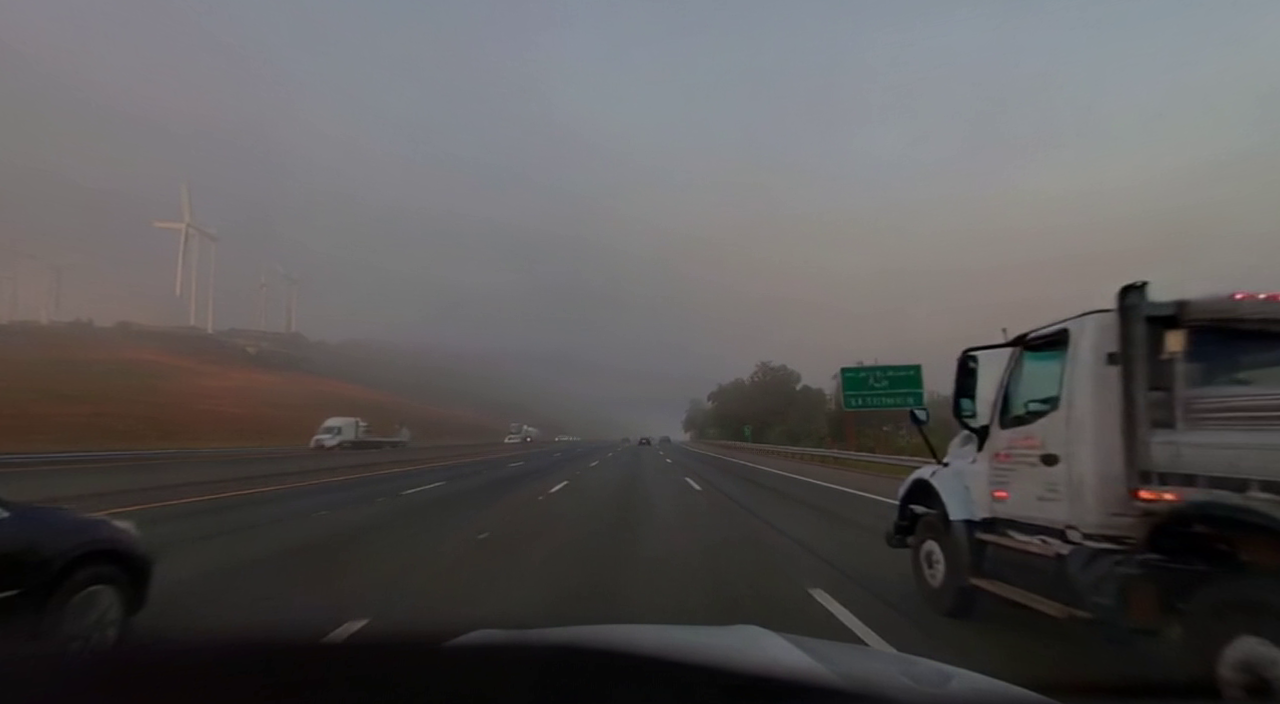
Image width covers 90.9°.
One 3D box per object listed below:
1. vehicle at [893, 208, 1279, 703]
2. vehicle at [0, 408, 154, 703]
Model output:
[{"bbox_3d":[3.102,0.570,2.131,2.211,1.982,5.346,0,-8,-1],"label":"vehicle"},{"bbox_3d":[-3.876,0.773,1.236,1.973,1.455,4.907,0,-8,-1],"label":"vehicle"}]
